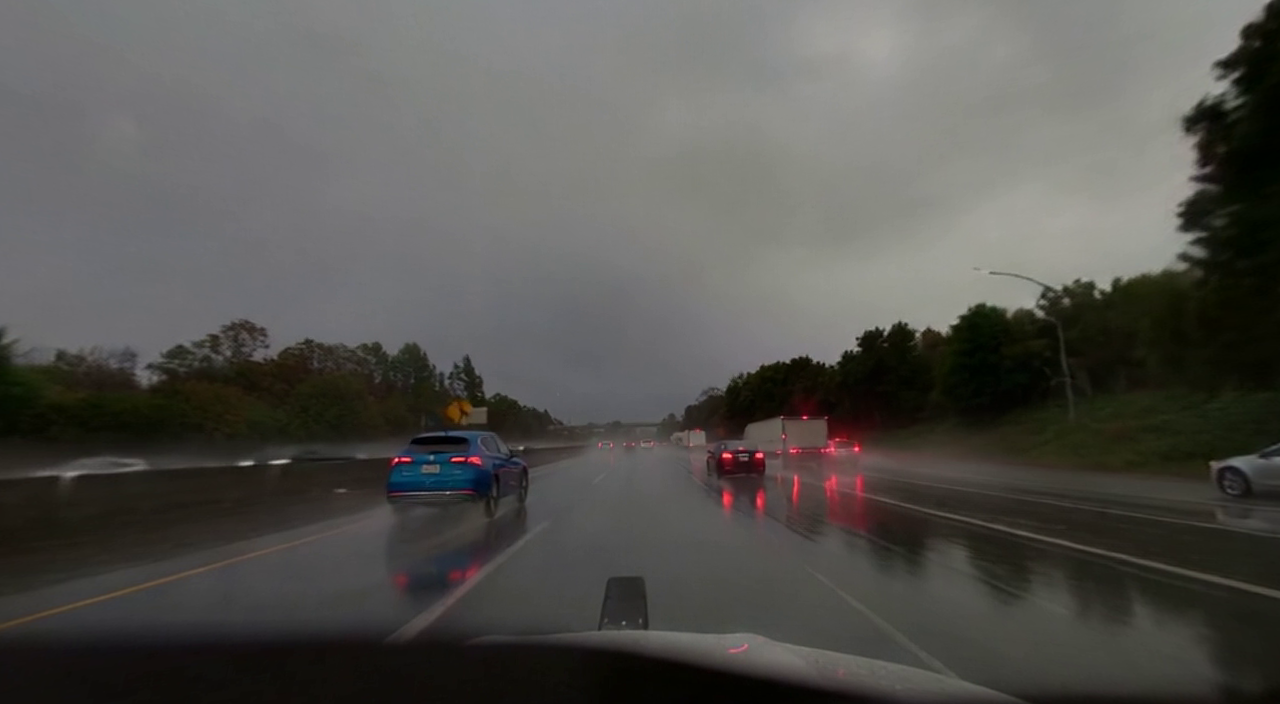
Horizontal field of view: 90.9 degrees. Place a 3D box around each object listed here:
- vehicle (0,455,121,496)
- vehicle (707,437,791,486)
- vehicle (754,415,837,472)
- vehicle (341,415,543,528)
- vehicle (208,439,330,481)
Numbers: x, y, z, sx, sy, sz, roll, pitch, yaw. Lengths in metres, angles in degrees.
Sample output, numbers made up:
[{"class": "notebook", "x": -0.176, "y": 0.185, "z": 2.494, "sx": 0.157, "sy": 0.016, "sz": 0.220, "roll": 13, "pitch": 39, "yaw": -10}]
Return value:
[{"class": "vehicle", "x": -26.518, "y": 5.509, "z": 28.537, "sx": 2.027, "sy": 1.614, "sz": 4.719, "roll": 0, "pitch": -9, "yaw": 0}, {"class": "vehicle", "x": 3.645, "y": 3.772, "z": 22.041, "sx": 2.080, "sy": 1.493, "sz": 4.674, "roll": 0, "pitch": -9, "yaw": -1}, {"class": "vehicle", "x": 7.685, "y": 4.634, "z": 31.911, "sx": 2.729, "sy": 2.628, "sz": 4.875, "roll": 0, "pitch": -9, "yaw": -2}, {"class": "vehicle", "x": -3.526, "y": 2.279, "z": 12.595, "sx": 2.218, "sy": 1.764, "sz": 5.229, "roll": 0, "pitch": -9, "yaw": 2}, {"class": "vehicle", "x": -15.870, "y": 4.647, "z": 27.413, "sx": 2.054, "sy": 1.601, "sz": 5.275, "roll": 0, "pitch": -9, "yaw": 1}]
